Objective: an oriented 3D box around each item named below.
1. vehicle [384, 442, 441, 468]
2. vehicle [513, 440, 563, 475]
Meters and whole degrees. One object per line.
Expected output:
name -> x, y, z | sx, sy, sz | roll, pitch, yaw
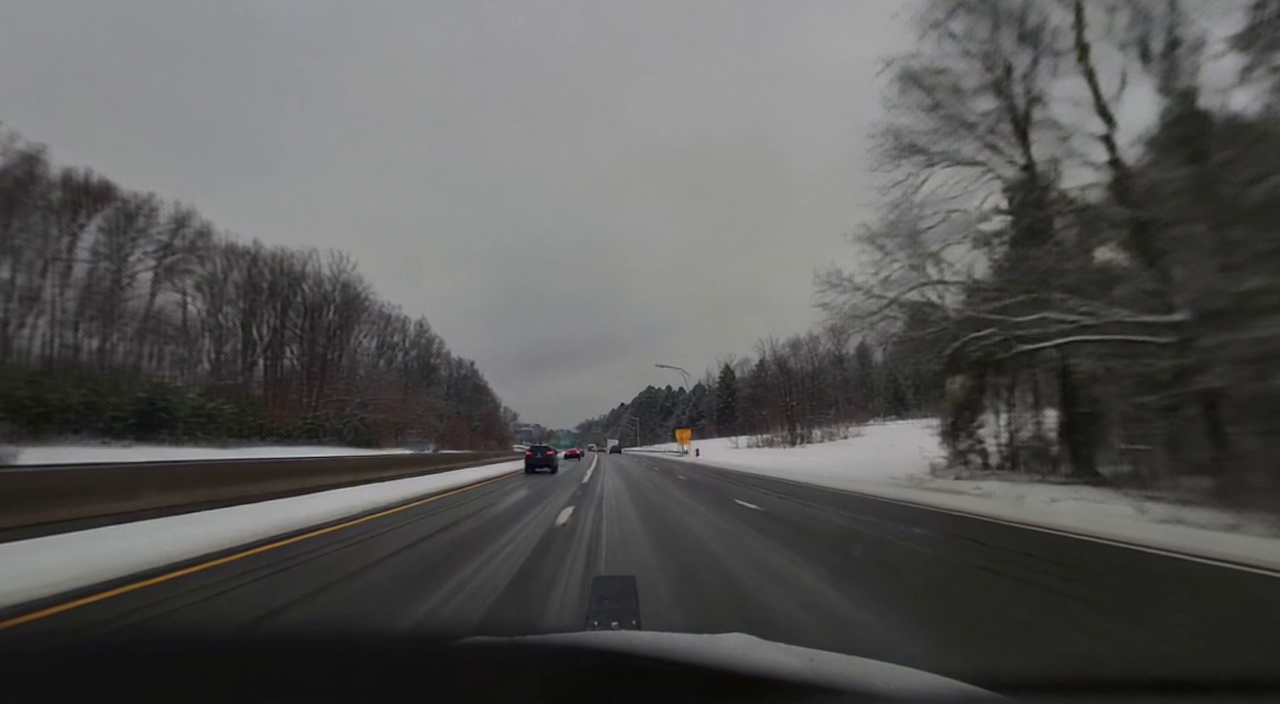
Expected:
vehicle -> -14.530, 6.578, 40.349 | 2.122, 1.535, 4.780 | 0, -9, -3
vehicle -> -5.330, 5.574, 33.375 | 2.151, 1.693, 4.201 | 0, -9, -3
